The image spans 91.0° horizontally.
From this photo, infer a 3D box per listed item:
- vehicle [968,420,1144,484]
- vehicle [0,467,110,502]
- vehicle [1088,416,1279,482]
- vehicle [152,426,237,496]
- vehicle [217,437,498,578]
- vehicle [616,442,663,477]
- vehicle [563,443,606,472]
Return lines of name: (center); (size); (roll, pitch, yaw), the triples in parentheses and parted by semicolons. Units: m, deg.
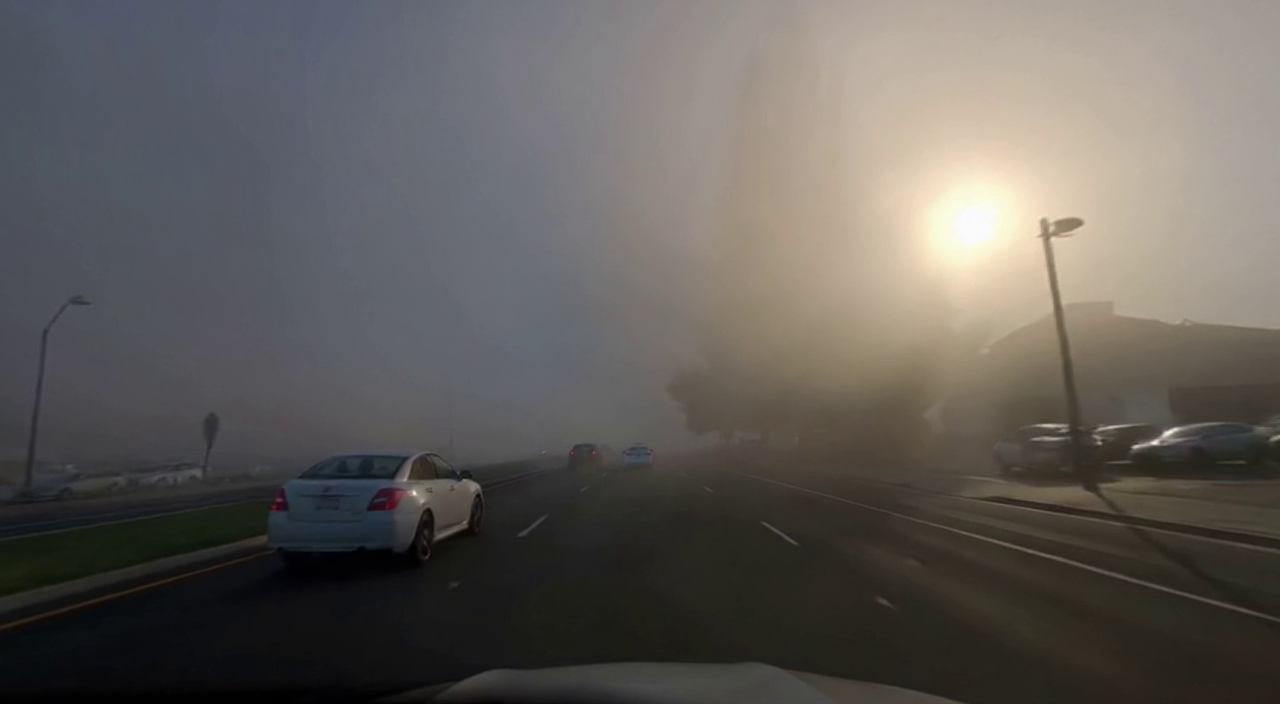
vehicle: (12.934, 3.159, 20.103); (2.072, 1.769, 5.000); (0, -9, -2)
vehicle: (-28.923, 6.522, 31.008); (3.910, 1.501, 1.985); (-2, -8, 5)
vehicle: (16.192, 2.899, 18.958); (1.930, 1.713, 4.756); (0, -8, 1)
vehicle: (-22.870, 5.598, 32.521); (2.843, 3.351, 3.542); (5, -10, -27)
vehicle: (-3.543, 2.007, 9.007); (2.003, 1.488, 4.282); (0, -8, 0)
vehicle: (-0.030, 4.919, 29.104); (2.019, 1.459, 4.005); (0, -8, -1)
vehicle: (-3.053, 5.861, 35.255); (1.939, 1.496, 4.309); (0, -9, 1)
